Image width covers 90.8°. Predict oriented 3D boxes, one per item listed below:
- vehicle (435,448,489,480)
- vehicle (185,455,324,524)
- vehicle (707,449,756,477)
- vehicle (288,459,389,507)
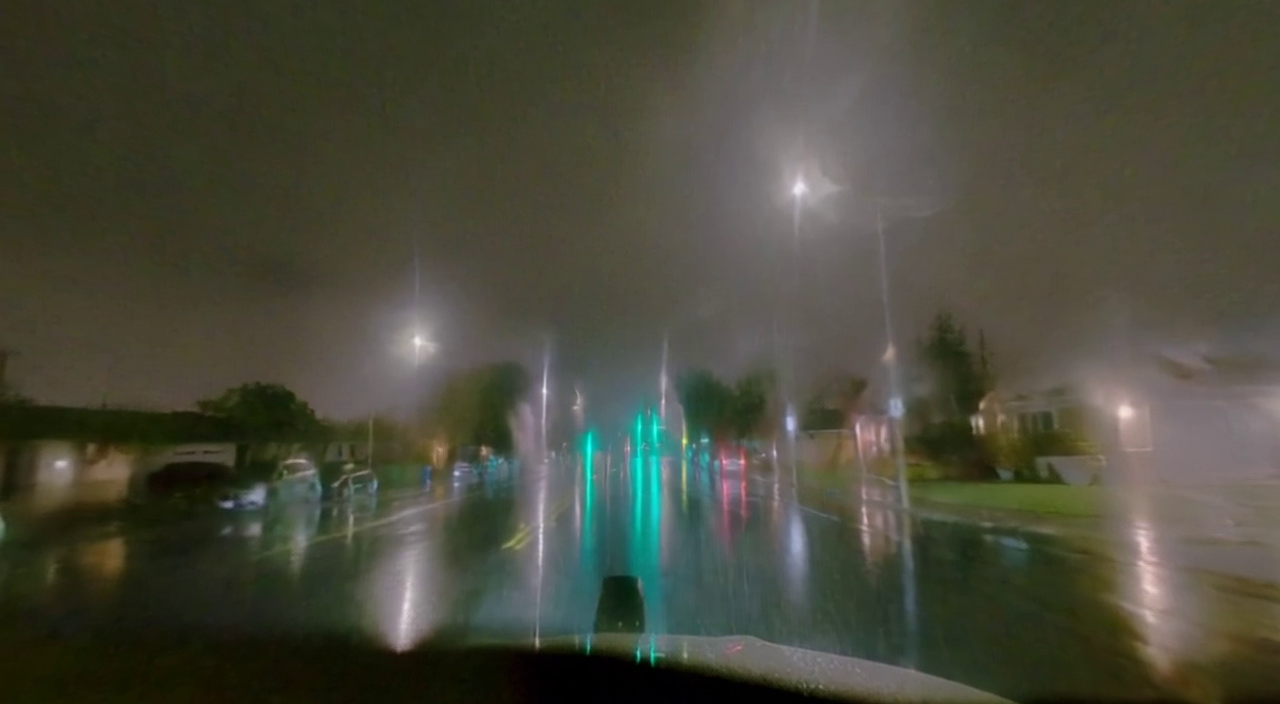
[{"bbox_3d":[-12.198,7.742,43.737,2.156,1.935,5.464,-3,-10,0],"label":"vehicle"},{"bbox_3d":[-12.627,4.460,21.056,1.988,1.741,4.379,-7,-9,-1],"label":"vehicle"},{"bbox_3d":[5.003,6.111,35.098,1.923,1.454,4.460,0,-9,-2],"label":"vehicle"},{"bbox_3d":[-12.190,5.284,25.889,1.872,1.472,4.719,-6,-9,-1],"label":"vehicle"}]
